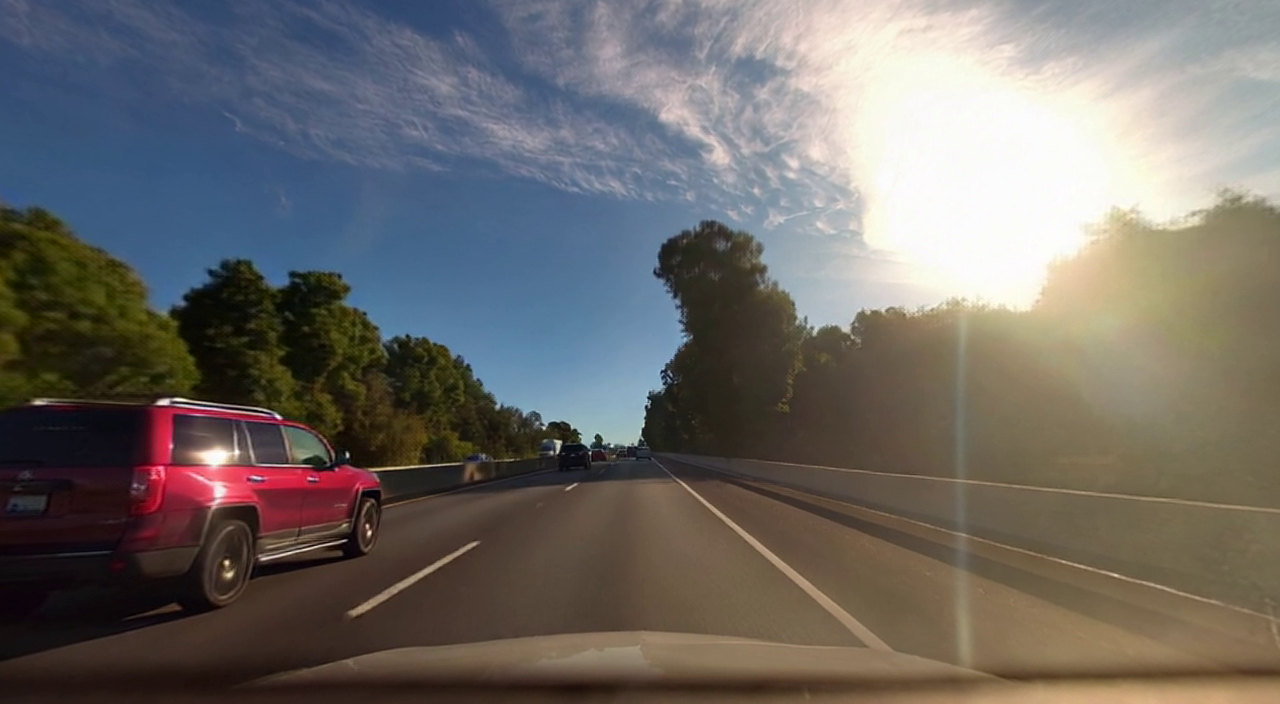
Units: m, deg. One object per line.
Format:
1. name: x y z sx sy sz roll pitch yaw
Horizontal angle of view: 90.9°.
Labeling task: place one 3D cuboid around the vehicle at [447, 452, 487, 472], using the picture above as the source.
1. vehicle: -13.123 8.365 48.047 1.849 1.466 4.337 0 -9 -1

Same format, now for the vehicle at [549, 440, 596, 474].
1. vehicle: -3.716 5.919 35.642 2.056 1.811 4.202 -1 -9 2

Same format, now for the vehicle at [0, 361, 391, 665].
1. vehicle: -4.597 1.382 6.465 2.102 1.941 4.703 0 -9 1
